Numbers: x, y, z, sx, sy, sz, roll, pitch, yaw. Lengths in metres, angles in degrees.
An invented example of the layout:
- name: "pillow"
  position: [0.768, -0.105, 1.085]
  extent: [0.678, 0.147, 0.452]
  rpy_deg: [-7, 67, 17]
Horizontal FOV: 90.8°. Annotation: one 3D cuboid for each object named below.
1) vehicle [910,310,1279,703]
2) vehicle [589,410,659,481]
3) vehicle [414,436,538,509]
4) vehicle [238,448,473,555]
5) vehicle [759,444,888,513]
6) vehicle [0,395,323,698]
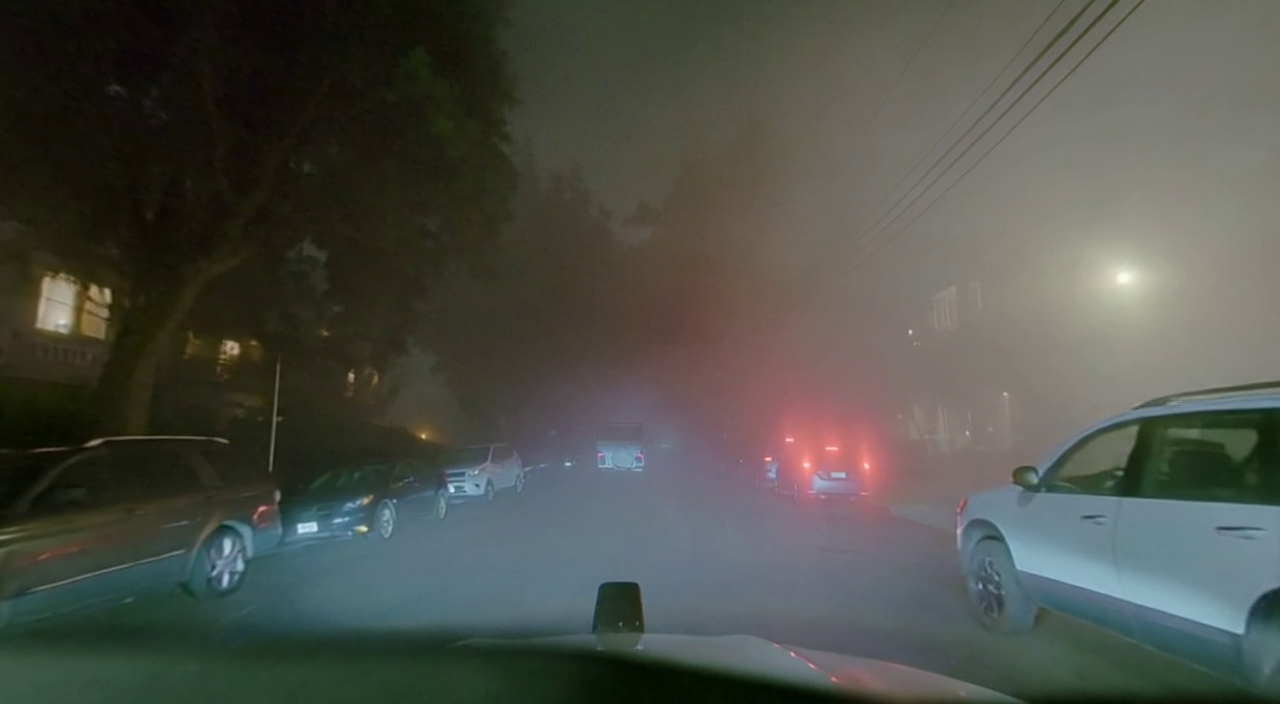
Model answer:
- name: "vehicle"
  position: [3.541, 0.931, 3.285]
  extent: [2.182, 1.900, 4.779]
  rpy_deg: [0, -8, 1]
- name: "vehicle"
  position: [-0.552, 4.311, 29.201]
  extent: [2.716, 2.887, 6.781]
  rpy_deg: [-1, -8, 3]
- name: "vehicle"
  position: [-4.527, 3.397, 18.461]
  extent: [2.002, 1.781, 5.380]
  rpy_deg: [0, -8, 2]
- name: "vehicle"
  position: [-4.674, 2.477, 11.377]
  extent: [1.861, 1.474, 4.749]
  rpy_deg: [0, -8, 3]
- name: "vehicle"
  position: [4.358, 3.044, 15.783]
  extent: [1.813, 1.468, 4.267]
  rpy_deg: [0, -8, -2]
- name: "vehicle"
  position: [-4.982, 1.373, 5.132]
  extent: [2.203, 1.815, 4.972]
  rpy_deg: [0, -8, 0]
